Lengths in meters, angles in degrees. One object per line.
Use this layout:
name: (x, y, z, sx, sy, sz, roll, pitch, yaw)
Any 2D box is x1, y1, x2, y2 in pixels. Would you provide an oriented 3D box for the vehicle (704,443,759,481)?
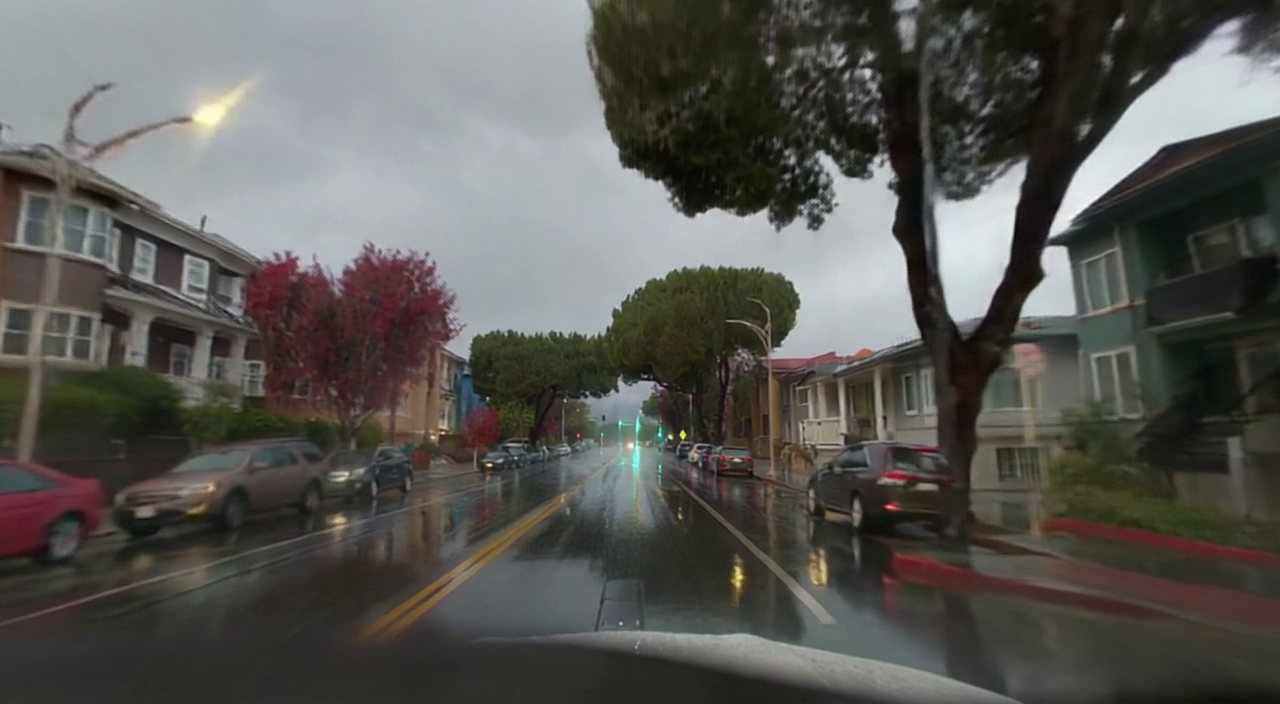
vehicle: (4.060, 4.960, 28.769, 1.845, 1.556, 3.929, 0, -9, -1)

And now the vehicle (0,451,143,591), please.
vehicle: (-7.993, 1.826, 6.705, 1.967, 1.517, 4.360, 0, -9, -2)

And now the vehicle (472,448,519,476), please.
vehicle: (-8.264, 6.306, 36.446, 1.852, 1.482, 3.916, 0, -9, -2)

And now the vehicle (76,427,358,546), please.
vehicle: (-7.872, 2.541, 12.615, 2.283, 1.853, 4.903, -1, -9, -1)

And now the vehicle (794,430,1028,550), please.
vehicle: (4.361, 2.272, 11.109, 2.034, 1.674, 4.271, 1, -9, -3)
